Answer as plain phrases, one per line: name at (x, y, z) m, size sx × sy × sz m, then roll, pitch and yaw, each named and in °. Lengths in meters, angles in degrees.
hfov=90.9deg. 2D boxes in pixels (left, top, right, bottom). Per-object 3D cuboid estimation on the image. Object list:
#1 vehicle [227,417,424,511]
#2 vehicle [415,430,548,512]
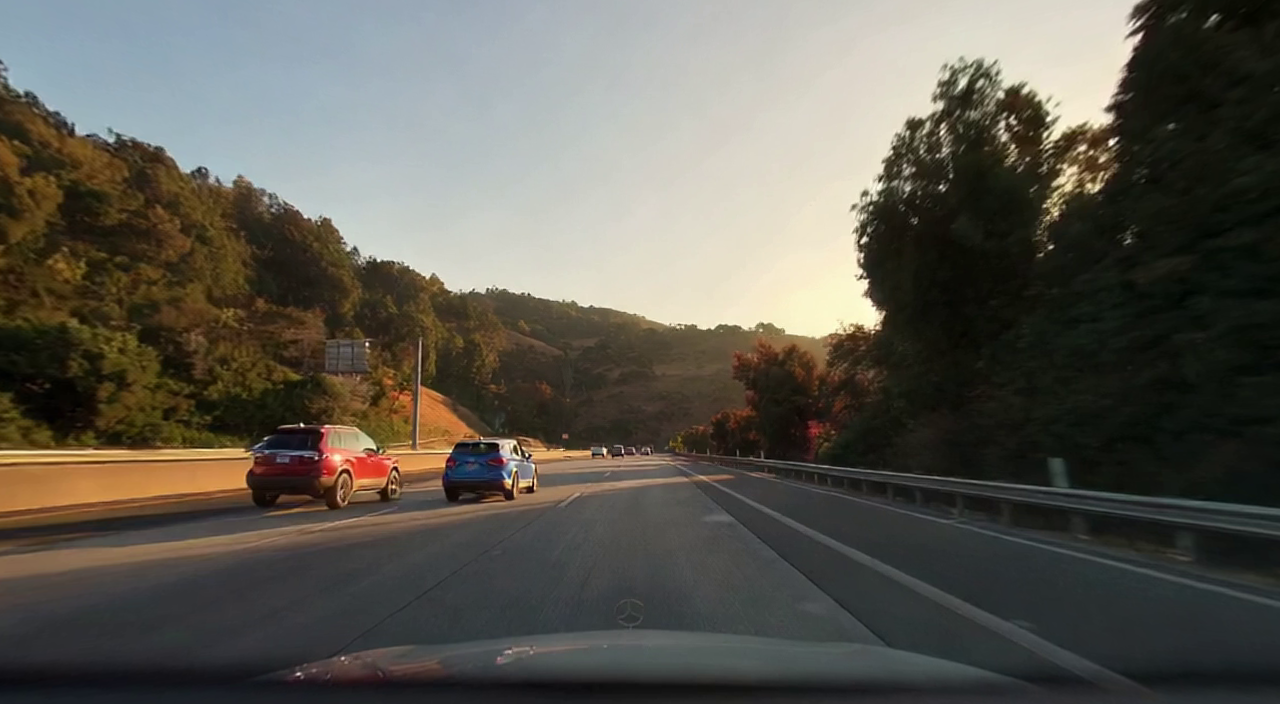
vehicle at (-7.340, 2.682, 15.519) m, size 2.151 × 1.925 × 4.945 m, roll 0°, pitch -9°, yaw 2°
vehicle at (-3.571, 2.762, 15.143) m, size 1.983 × 1.663 × 4.290 m, roll 0°, pitch -9°, yaw 1°
